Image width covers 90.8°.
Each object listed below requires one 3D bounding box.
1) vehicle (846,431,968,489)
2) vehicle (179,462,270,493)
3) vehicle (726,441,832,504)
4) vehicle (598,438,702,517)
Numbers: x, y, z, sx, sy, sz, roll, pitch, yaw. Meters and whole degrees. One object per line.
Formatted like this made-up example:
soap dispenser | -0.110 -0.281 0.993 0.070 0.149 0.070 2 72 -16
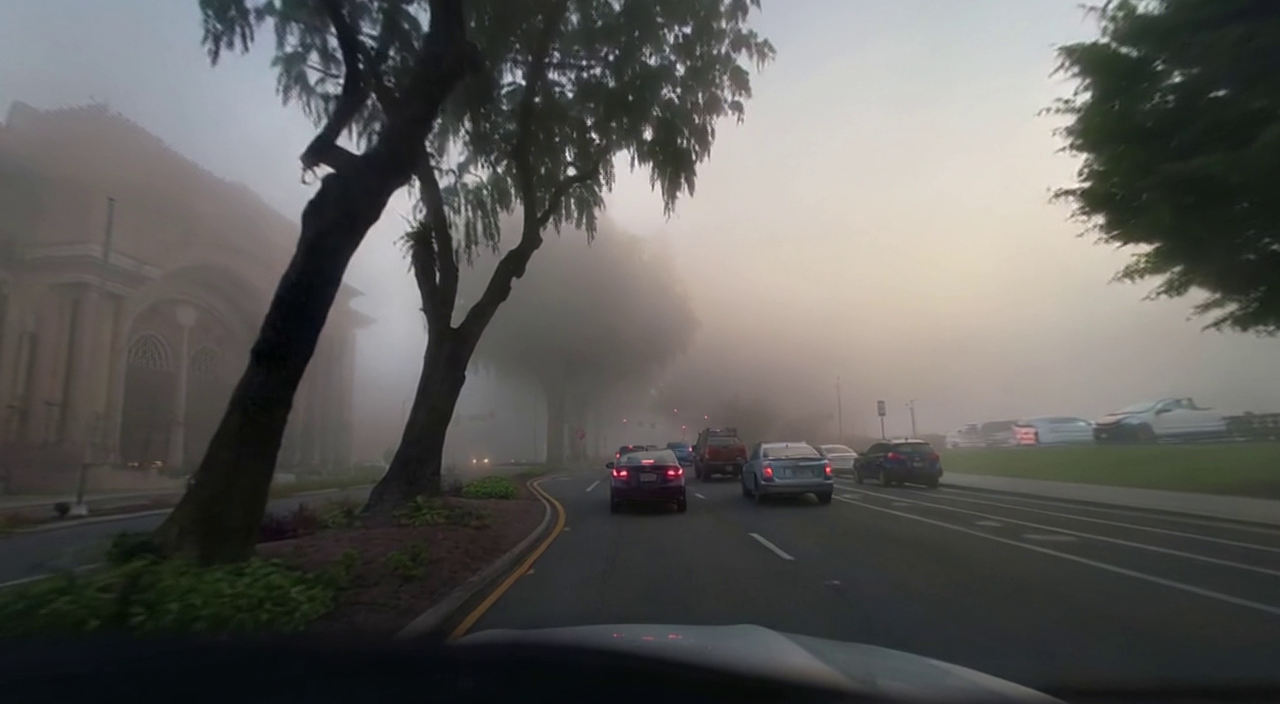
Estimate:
vehicle | 8.735 3.584 21.259 1.994 1.715 4.777 0 -8 0
vehicle | -23.792 7.194 36.426 1.957 1.493 4.900 0 -8 0
vehicle | 3.592 3.178 17.180 1.833 1.465 4.258 0 -8 -1
vehicle | 0.166 2.755 14.359 2.050 1.521 3.747 0 -8 -1
